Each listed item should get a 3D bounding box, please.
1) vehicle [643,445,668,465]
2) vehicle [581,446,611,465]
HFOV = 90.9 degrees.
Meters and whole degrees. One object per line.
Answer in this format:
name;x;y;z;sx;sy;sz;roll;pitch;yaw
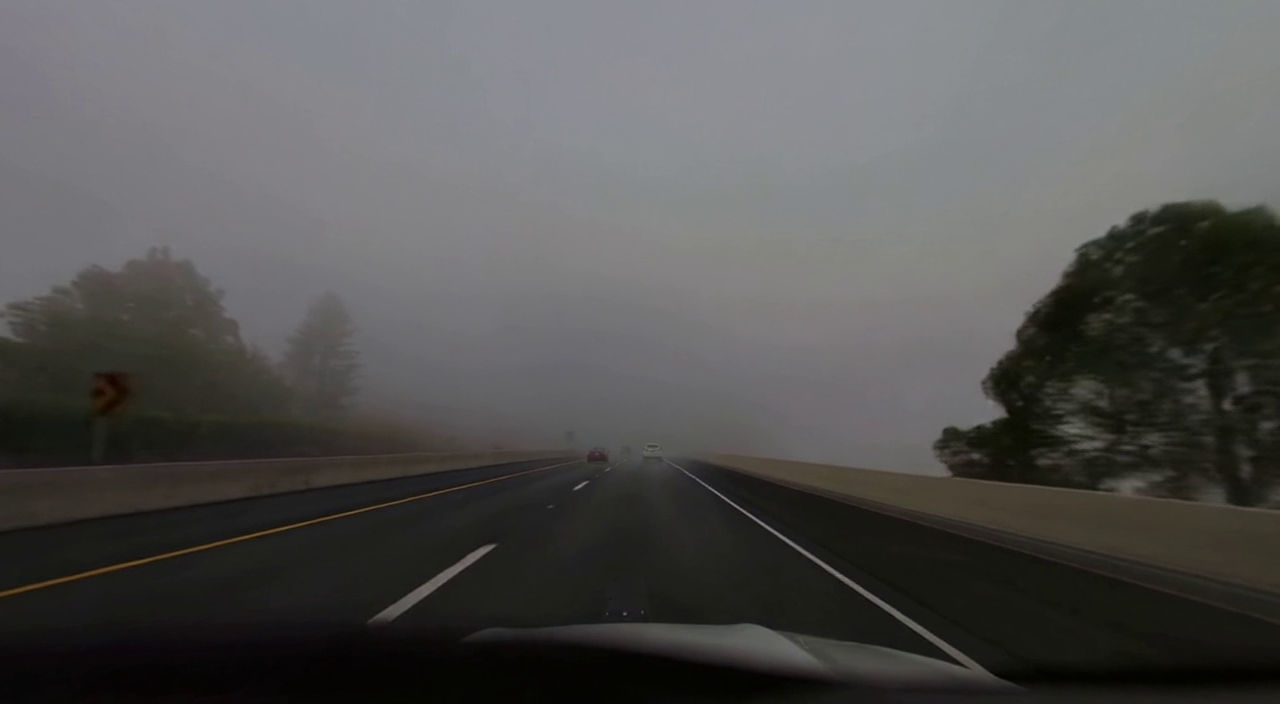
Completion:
vehicle;1.191;8.069;49.547;1.934;1.488;3.832;0;-9;1
vehicle;-3.448;8.160;49.828;2.033;1.449;3.957;0;-9;1
